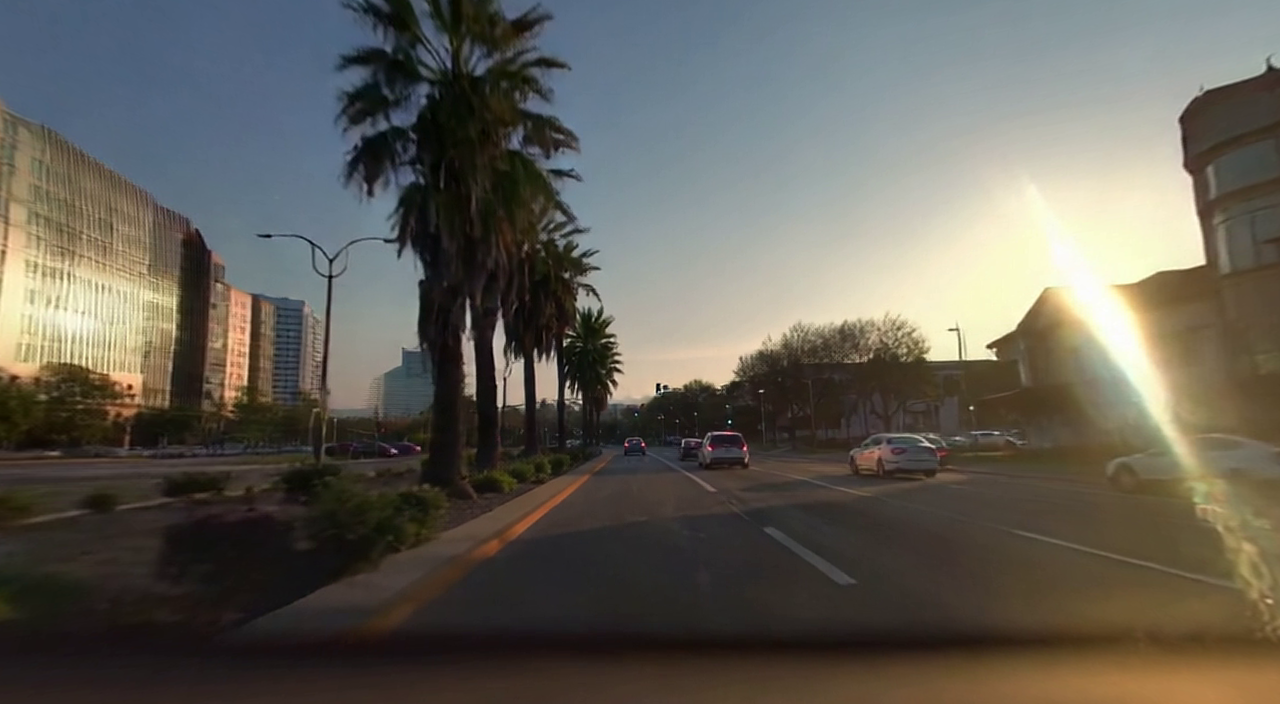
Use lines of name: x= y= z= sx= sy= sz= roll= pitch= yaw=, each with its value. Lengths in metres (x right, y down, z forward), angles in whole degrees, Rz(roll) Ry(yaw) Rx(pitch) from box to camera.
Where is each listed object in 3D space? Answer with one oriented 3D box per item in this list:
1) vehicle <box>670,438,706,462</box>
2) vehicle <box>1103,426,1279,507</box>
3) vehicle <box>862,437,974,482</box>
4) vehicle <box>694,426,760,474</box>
vehicle: x=3.205 y=6.684 z=43.001 sx=2.010 sy=1.509 sz=4.377 roll=0 pitch=-9 yaw=-2
vehicle: x=13.725 y=2.592 z=14.608 sx=2.009 sy=1.600 sz=4.960 roll=0 pitch=-9 yaw=-4
vehicle: x=9.991 y=3.899 z=23.124 sx=1.871 sy=1.465 sz=4.395 roll=0 pitch=-9 yaw=-3
vehicle: x=3.745 y=4.331 z=28.065 sx=2.104 sy=1.910 sz=4.693 roll=0 pitch=-9 yaw=-2
